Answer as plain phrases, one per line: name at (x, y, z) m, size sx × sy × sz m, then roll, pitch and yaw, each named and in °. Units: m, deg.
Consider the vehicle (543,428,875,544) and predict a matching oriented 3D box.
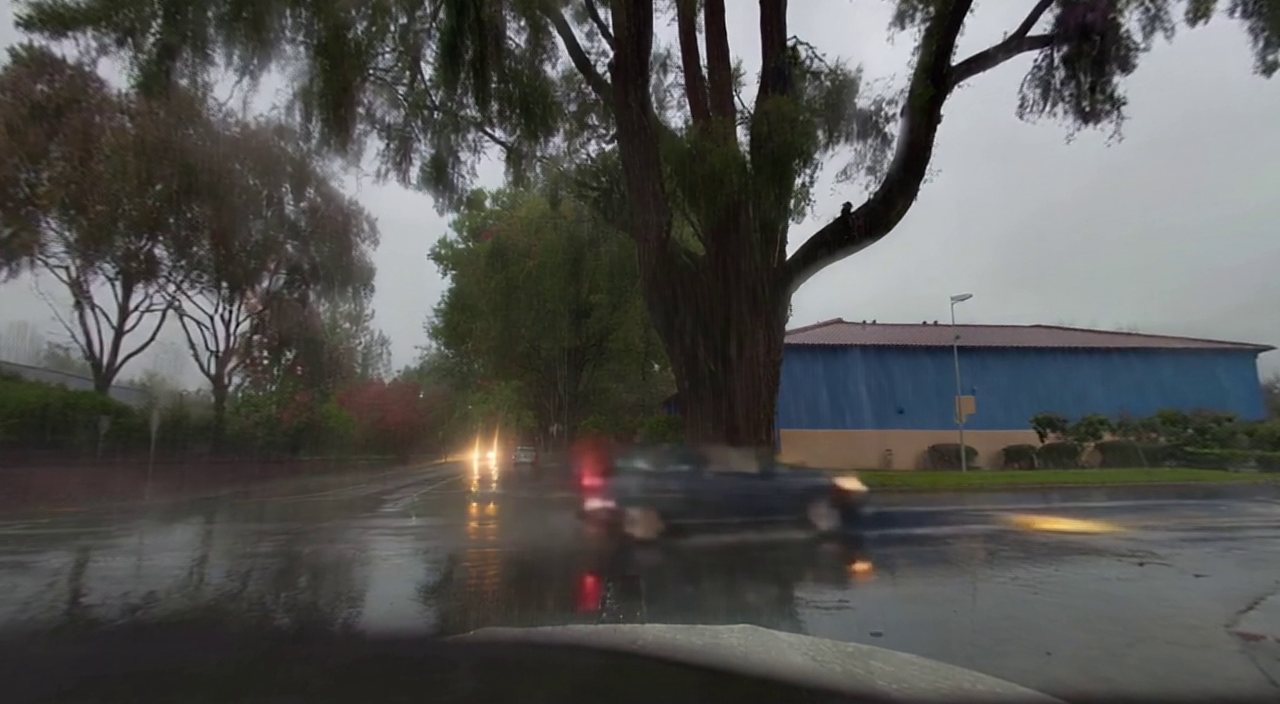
vehicle at (0.837, 1.895, 9.394) m, size 4.426 × 1.451 × 2.124 m, roll 1°, pitch -9°, yaw -7°
